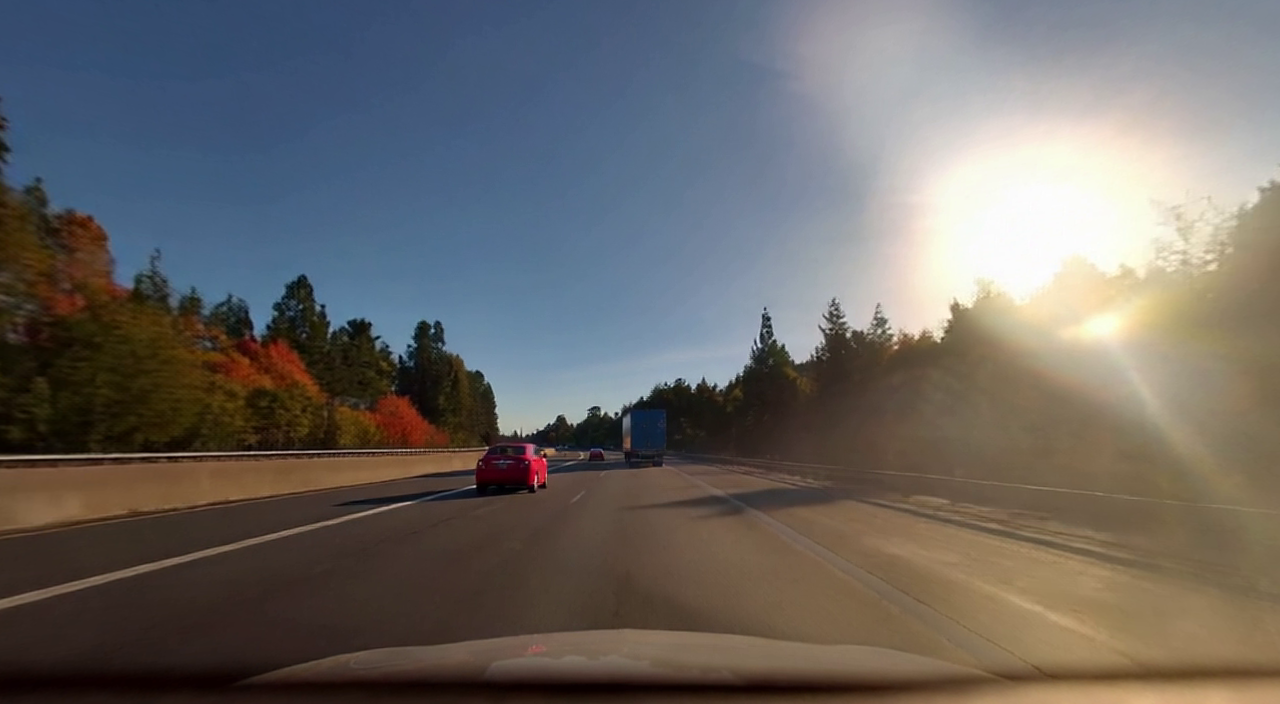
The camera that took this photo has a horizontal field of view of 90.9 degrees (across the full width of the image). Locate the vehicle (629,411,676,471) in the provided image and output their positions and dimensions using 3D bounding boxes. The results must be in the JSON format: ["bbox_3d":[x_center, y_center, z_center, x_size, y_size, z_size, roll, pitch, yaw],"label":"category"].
[{"bbox_3d":[0.680,6.197,43.425,2.893,3.628,9.081,0,-9,-1],"label":"vehicle"}]

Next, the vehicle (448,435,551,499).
[{"bbox_3d":[-3.853,3.234,18.044,1.977,1.602,3.944,0,-9,1],"label":"vehicle"}]
